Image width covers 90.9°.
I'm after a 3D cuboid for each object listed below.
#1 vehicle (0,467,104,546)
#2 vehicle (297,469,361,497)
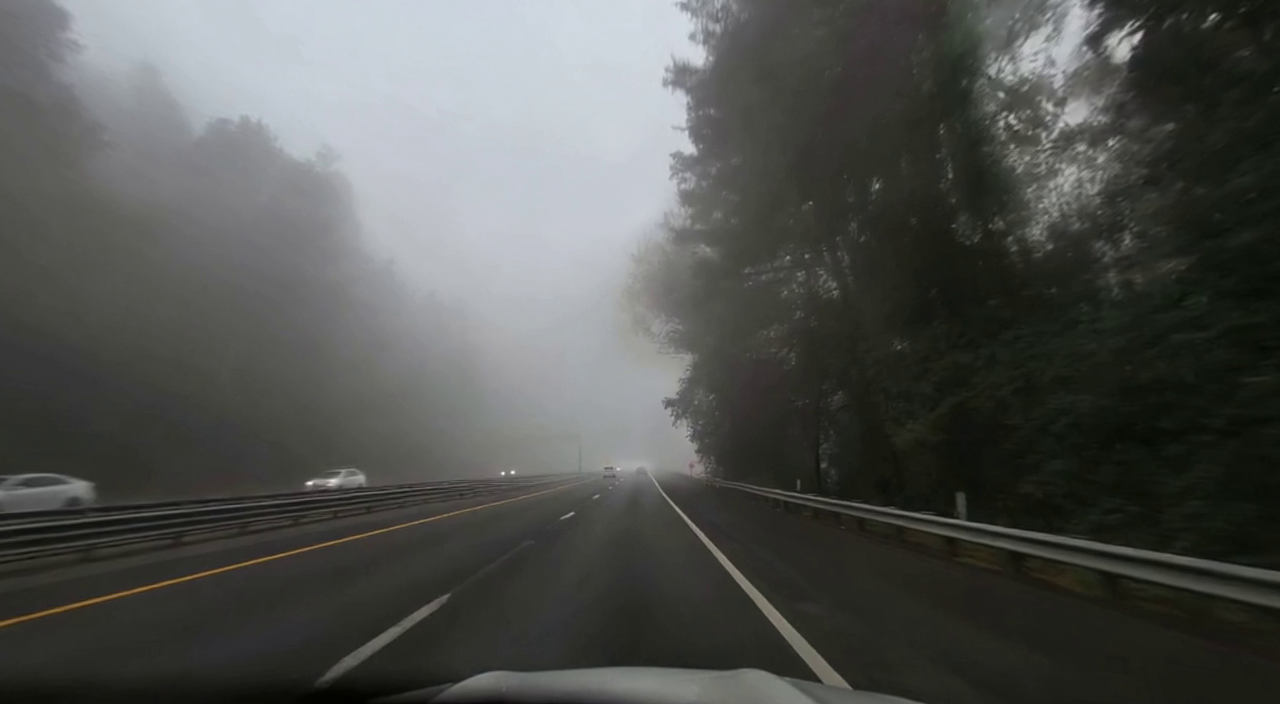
[{"bbox_3d":[-13.039,2.949,12.102,1.889,1.450,4.008,1,-10,0],"label":"vehicle"},{"bbox_3d":[-17.389,7.335,35.428,1.706,1.438,3.555,1,-10,0],"label":"vehicle"}]
